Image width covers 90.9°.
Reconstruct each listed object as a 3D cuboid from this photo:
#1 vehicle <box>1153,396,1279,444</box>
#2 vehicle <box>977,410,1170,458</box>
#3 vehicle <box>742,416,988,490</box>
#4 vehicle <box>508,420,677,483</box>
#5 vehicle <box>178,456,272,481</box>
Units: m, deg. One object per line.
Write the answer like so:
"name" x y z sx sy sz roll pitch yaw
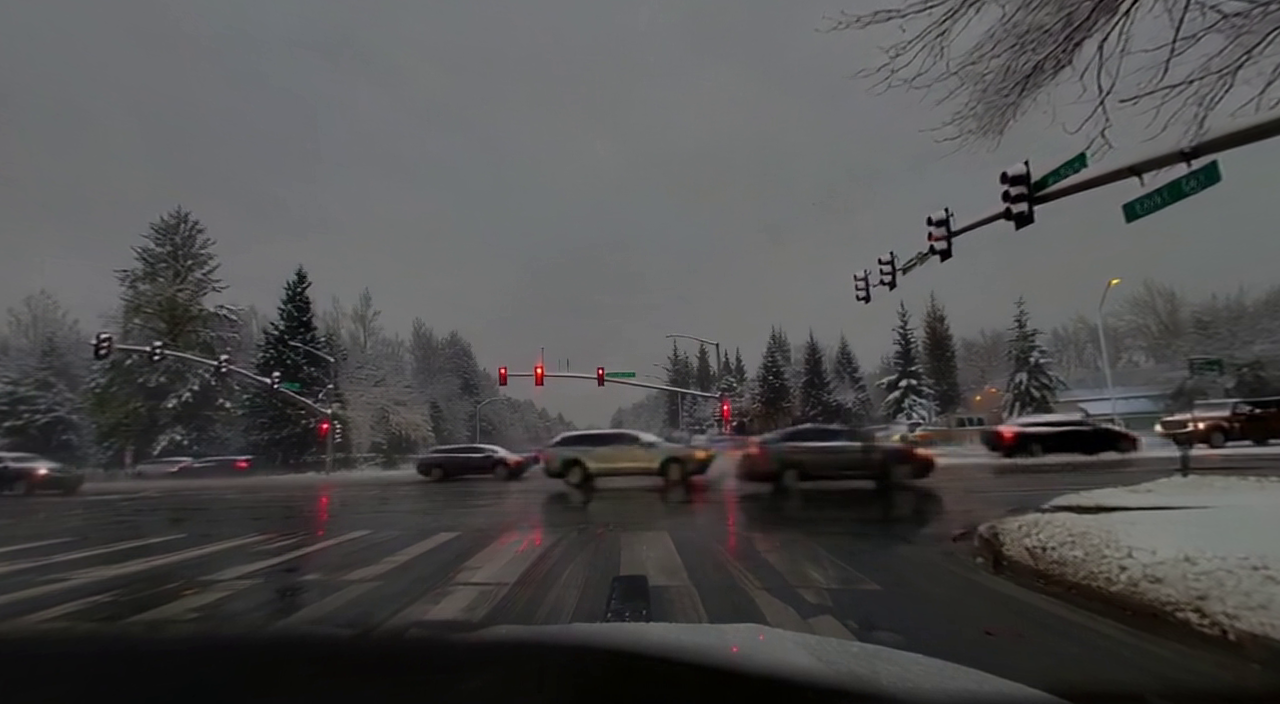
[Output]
"vehicle" 23.561 2.692 24.638 4.987 1.780 1.996 -1 -9 6
"vehicle" 14.075 2.736 20.757 4.793 1.473 1.878 -1 -9 7
"vehicle" 4.696 2.222 13.864 4.715 1.472 1.905 -1 -9 6
"vehicle" -1.295 2.950 18.695 4.673 1.740 2.150 -1 -9 6
"vehicle" -26.211 7.359 39.895 4.785 1.472 1.799 -1 -9 4
